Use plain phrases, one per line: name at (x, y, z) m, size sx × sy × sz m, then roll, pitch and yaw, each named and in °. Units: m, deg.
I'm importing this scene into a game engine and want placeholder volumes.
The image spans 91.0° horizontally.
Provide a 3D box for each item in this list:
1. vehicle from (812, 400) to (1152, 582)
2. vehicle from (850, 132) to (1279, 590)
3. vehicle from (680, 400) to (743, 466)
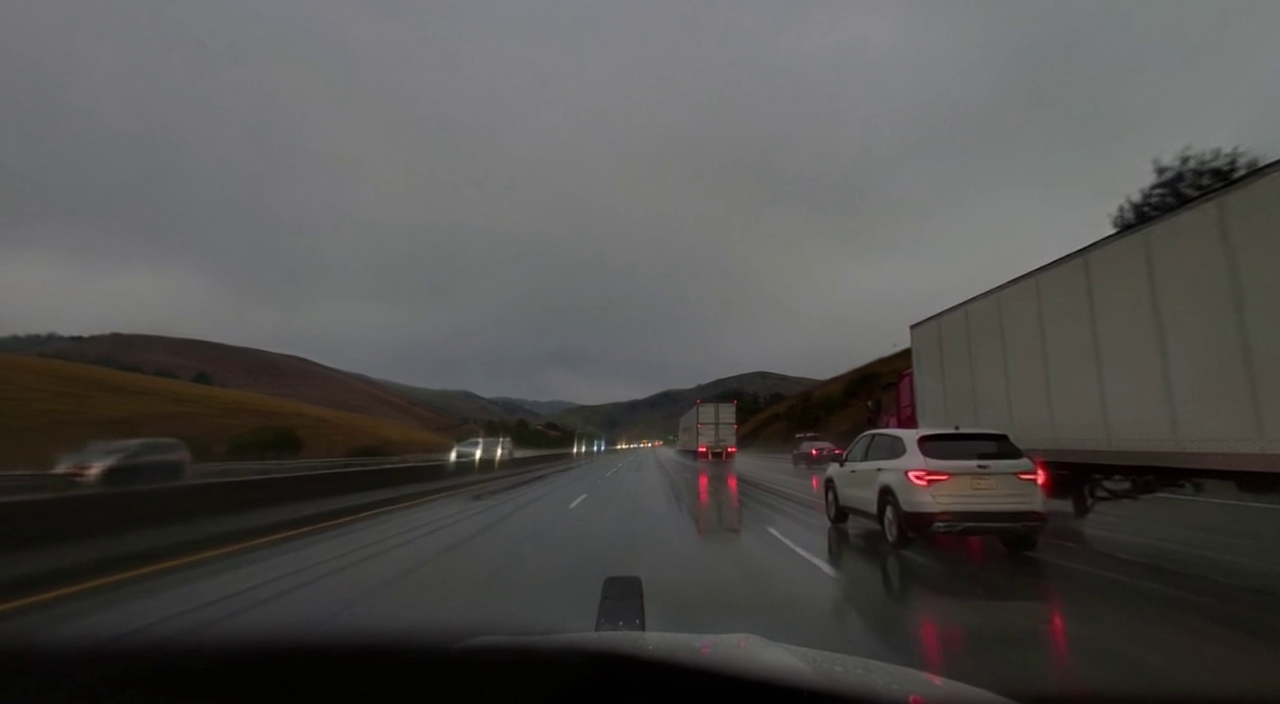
vehicle at (3.882, 1.657, 8.245) m, size 2.055 × 1.737 × 4.224 m, roll 0°, pitch -9°, yaw 0°
vehicle at (7.433, 0.679, 9.782) m, size 2.947 × 4.199 × 16.175 m, roll 0°, pitch -8°, yaw 1°
vehicle at (4.694, 5.729, 43.755) m, size 3.049 × 3.968 × 10.706 m, roll 0°, pitch -9°, yaw 0°
